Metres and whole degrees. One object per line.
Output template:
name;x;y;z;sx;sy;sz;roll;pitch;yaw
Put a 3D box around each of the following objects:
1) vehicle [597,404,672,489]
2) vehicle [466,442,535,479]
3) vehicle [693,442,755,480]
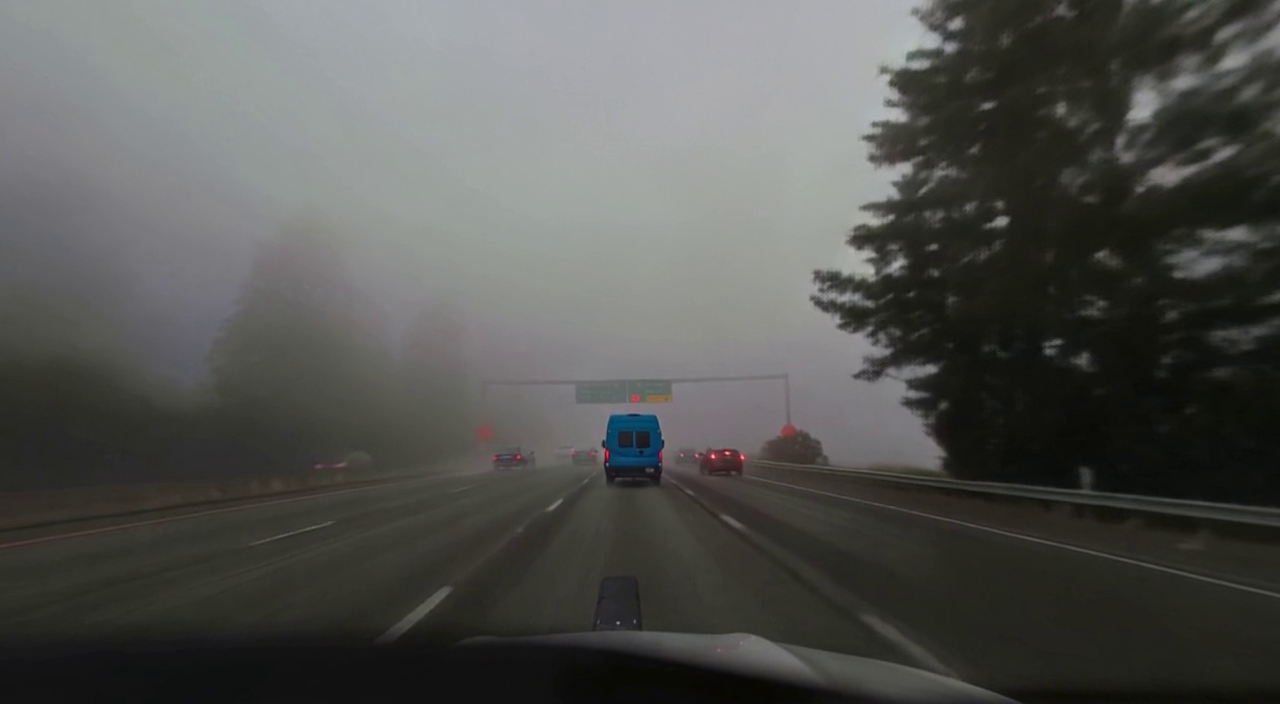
vehicle;-0.232;3.252;21.647;2.268;2.551;5.144;0;-9;-1
vehicle;-6.141;4.838;28.171;2.003;1.498;4.386;-1;-9;1
vehicle;3.563;4.719;27.410;2.015;1.491;4.732;0;-9;-1
